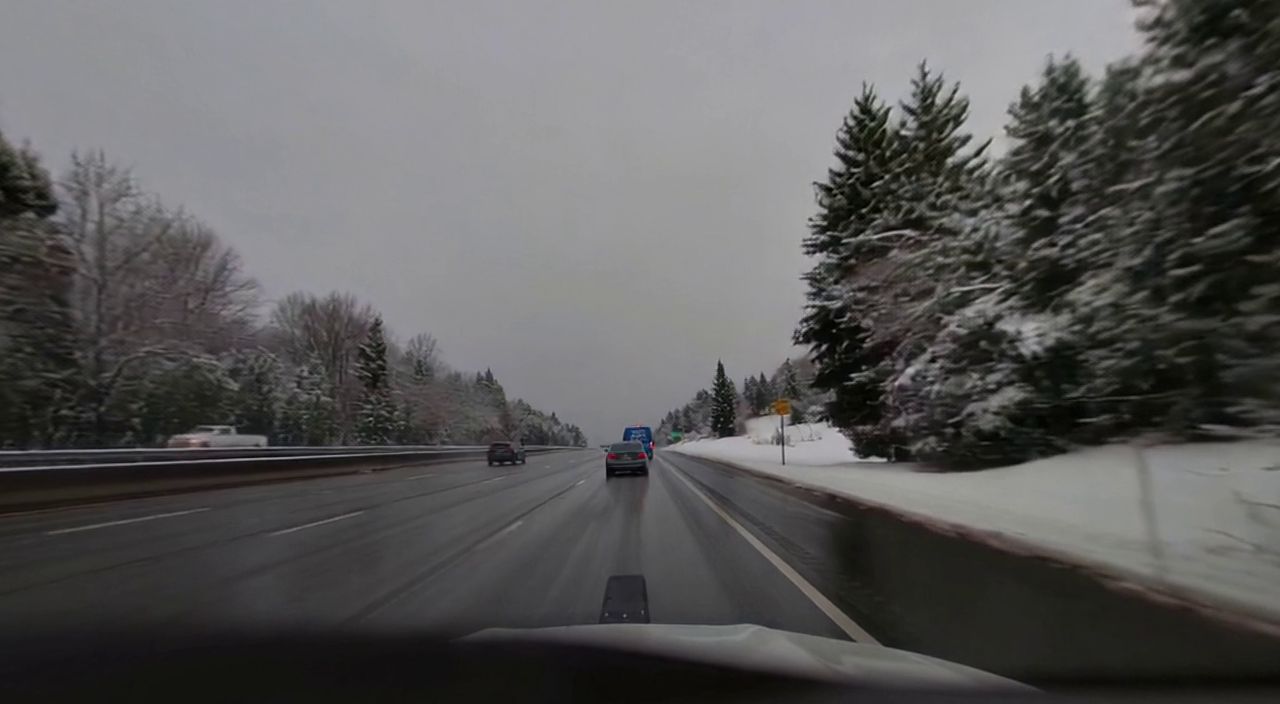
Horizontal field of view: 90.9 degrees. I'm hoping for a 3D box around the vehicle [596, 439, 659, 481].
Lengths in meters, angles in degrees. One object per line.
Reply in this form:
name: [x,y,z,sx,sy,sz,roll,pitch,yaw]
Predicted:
vehicle: [-0.428,4.105,24.241,2.238,1.479,3.672,0,-9,0]
